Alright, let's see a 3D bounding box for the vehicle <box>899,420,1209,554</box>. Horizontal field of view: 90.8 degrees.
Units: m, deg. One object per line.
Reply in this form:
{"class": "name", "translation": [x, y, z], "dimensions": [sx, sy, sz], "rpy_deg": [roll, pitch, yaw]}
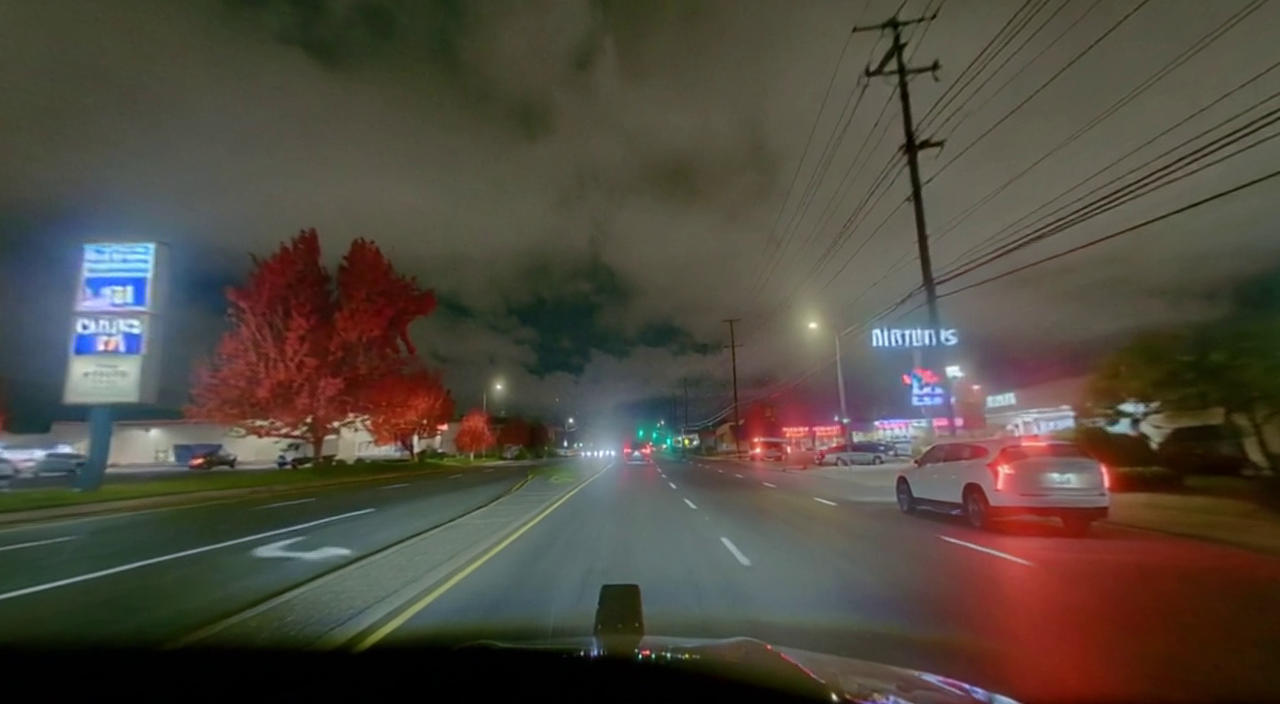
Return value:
{"class": "vehicle", "translation": [6.242, 2.067, 10.388], "dimensions": [1.995, 1.705, 4.434], "rpy_deg": [0, -9, -1]}

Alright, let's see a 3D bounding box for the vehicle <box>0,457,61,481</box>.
{"class": "vehicle", "translation": [-40.662, 7.532, 40.551], "dimensions": [4.692, 1.445, 1.922], "rpy_deg": [1, -9, -10]}

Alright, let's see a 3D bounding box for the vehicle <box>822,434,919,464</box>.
{"class": "vehicle", "translation": [16.535, 6.979, 45.466], "dimensions": [5.990, 1.834, 2.262], "rpy_deg": [-2, -8, -5]}

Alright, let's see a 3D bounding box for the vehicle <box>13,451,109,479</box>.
{"class": "vehicle", "translation": [-41.924, 8.162, 45.839], "dimensions": [4.738, 1.734, 1.970], "rpy_deg": [-1, -8, -9]}
